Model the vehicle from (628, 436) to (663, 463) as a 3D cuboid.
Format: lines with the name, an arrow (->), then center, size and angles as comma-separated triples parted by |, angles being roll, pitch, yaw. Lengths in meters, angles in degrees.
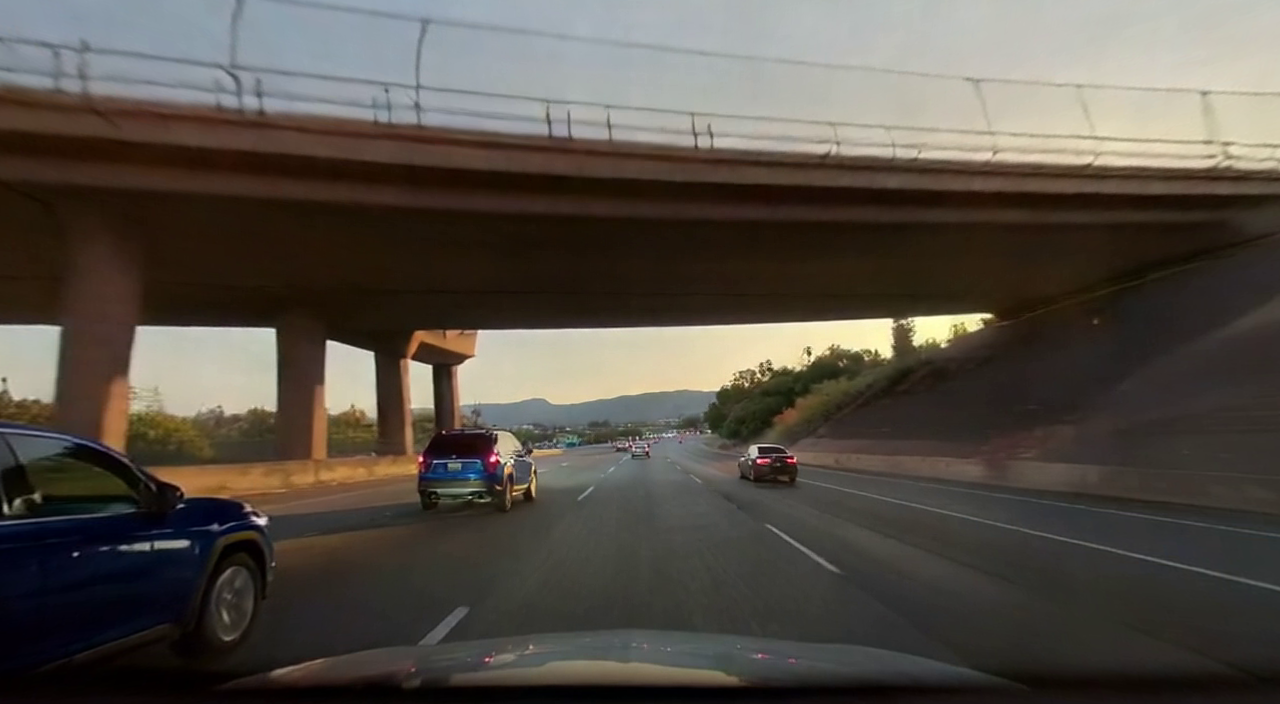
vehicle -> 0.394, 7.040, 45.614 | 2.428, 1.841, 4.402 | 0, -8, 1

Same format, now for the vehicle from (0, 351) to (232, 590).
vehicle -> -6.459, 1.021, 5.520 | 2.327, 1.958, 5.113 | 0, -8, 0

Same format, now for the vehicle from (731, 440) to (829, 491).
vehicle -> 4.303, 3.549, 20.172 | 2.083, 1.453, 4.307 | 0, -8, -1

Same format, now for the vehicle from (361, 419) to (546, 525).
vehicle -> -3.221, 2.171, 11.934 | 2.193, 1.641, 4.077 | 0, -8, 1
